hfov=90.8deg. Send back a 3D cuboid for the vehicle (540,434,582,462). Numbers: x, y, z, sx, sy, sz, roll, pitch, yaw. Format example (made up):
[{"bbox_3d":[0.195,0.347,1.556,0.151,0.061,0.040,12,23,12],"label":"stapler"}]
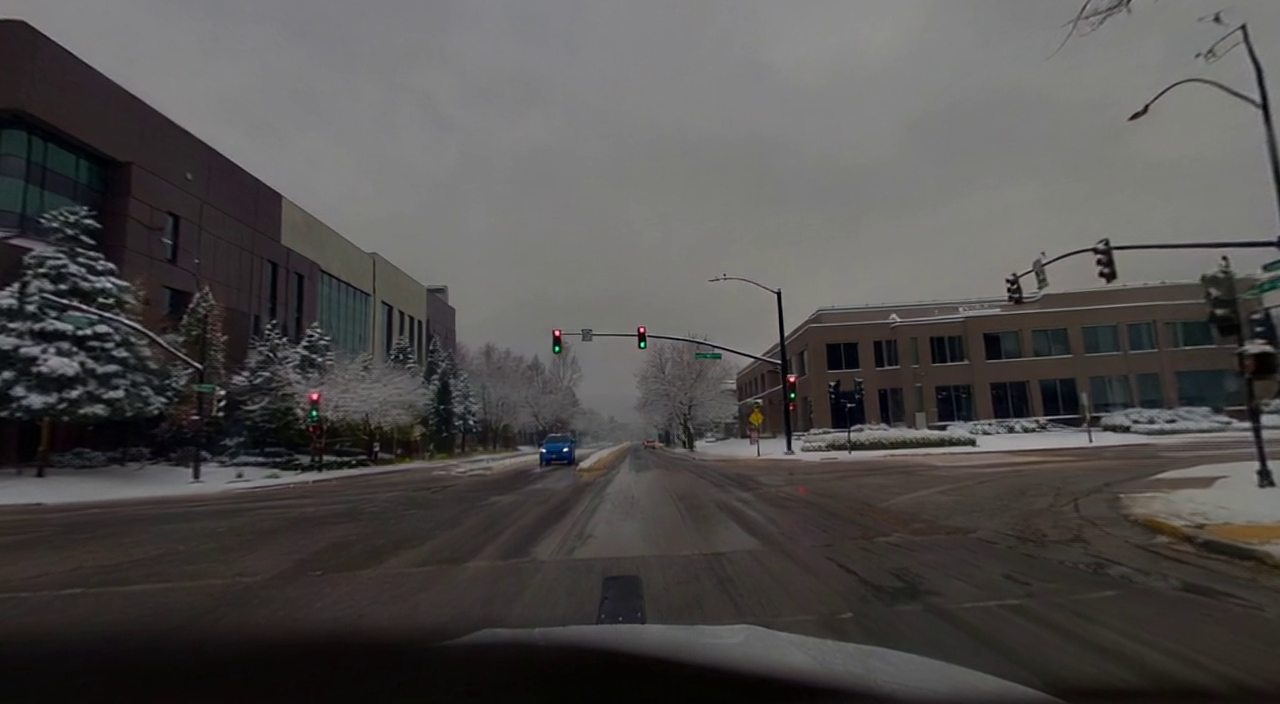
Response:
[{"bbox_3d":[-4.903,6.014,39.609,1.988,1.666,4.074,0,-8,1],"label":"vehicle"}]
